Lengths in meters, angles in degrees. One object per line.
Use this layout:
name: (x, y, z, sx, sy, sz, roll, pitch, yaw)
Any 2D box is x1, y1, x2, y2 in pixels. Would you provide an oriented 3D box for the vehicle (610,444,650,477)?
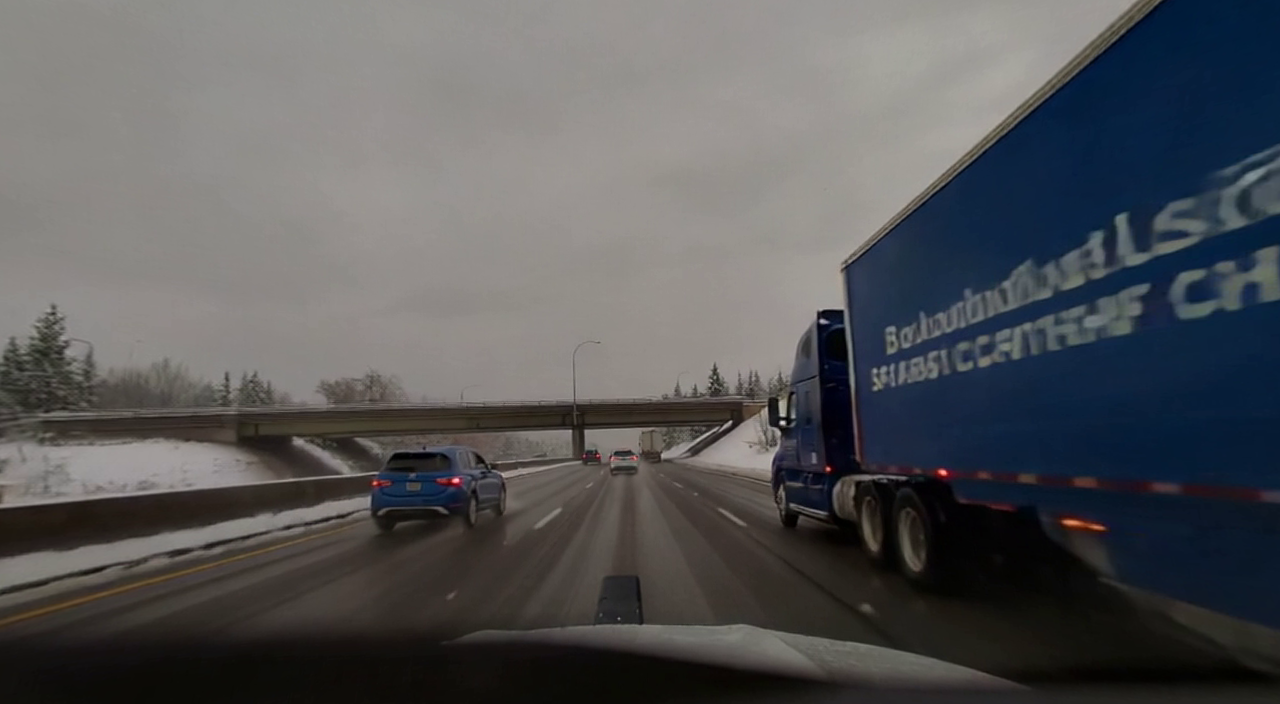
vehicle: (-0.545, 5.710, 33.337, 2.004, 1.615, 4.113, 0, -9, -1)

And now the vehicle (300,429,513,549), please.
vehicle: (-3.473, 2.108, 10.280, 1.987, 1.548, 3.981, 0, -9, -1)
